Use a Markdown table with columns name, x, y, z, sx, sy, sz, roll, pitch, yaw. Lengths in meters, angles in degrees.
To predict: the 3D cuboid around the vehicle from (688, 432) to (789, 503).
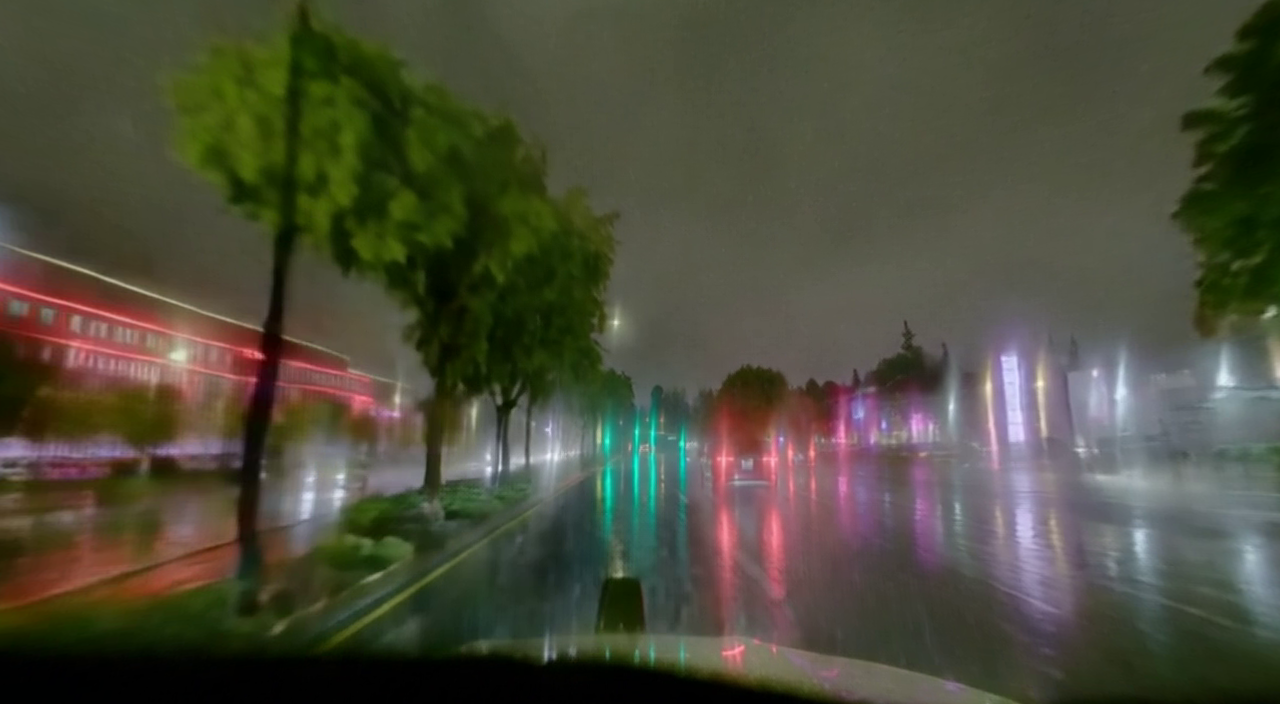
| name | x | y | z | sx | sy | sz | roll | pitch | yaw |
| --- | --- | --- | --- | --- | --- | --- | --- | --- | --- |
| vehicle | 2.529 | 3.082 | 17.279 | 1.963 | 1.677 | 4.229 | 0 | -9 | -1 |

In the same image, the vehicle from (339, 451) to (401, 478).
| name | x | y | z | sx | sy | sz | roll | pitch | yaw |
| --- | --- | --- | --- | --- | --- | --- | --- | --- | --- |
| vehicle | -16.528 | 6.891 | 38.917 | 1.927 | 1.492 | 4.347 | 0 | -9 | 0 |

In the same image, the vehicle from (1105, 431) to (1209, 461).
| name | x | y | z | sx | sy | sz | roll | pitch | yaw |
| --- | --- | --- | --- | --- | --- | --- | --- | --- | --- |
| vehicle | 32.585 | 5.949 | 39.904 | 4.671 | 1.618 | 1.998 | -2 | -9 | 1 |

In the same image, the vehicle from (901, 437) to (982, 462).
| name | x | y | z | sx | sy | sz | roll | pitch | yaw |
| --- | --- | --- | --- | --- | --- | --- | --- | --- | --- |
| vehicle | 19.597 | 6.373 | 41.166 | 4.227 | 1.567 | 2.034 | 0 | -9 | 1 |

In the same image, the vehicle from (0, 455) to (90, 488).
| name | x | y | z | sx | sy | sz | roll | pitch | yaw |
| --- | --- | --- | --- | --- | --- | --- | --- | --- | --- |
| vehicle | -29.943 | 5.762 | 30.587 | 4.671 | 1.472 | 2.076 | 0 | -9 | 2 |

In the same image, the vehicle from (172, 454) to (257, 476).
| name | x | y | z | sx | sy | sz | roll | pitch | yaw |
| --- | --- | --- | --- | --- | --- | --- | --- | --- | --- |
| vehicle | -29.406 | 7.798 | 43.765 | 4.340 | 1.422 | 1.976 | 1 | -9 | -5 |

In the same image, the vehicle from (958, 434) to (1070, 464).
| name | x | y | z | sx | sy | sz | roll | pitch | yaw |
| --- | --- | --- | --- | --- | --- | --- | --- | --- | --- |
| vehicle | 19.578 | 5.120 | 33.211 | 4.584 | 1.503 | 1.942 | 0 | -9 | 1 |
